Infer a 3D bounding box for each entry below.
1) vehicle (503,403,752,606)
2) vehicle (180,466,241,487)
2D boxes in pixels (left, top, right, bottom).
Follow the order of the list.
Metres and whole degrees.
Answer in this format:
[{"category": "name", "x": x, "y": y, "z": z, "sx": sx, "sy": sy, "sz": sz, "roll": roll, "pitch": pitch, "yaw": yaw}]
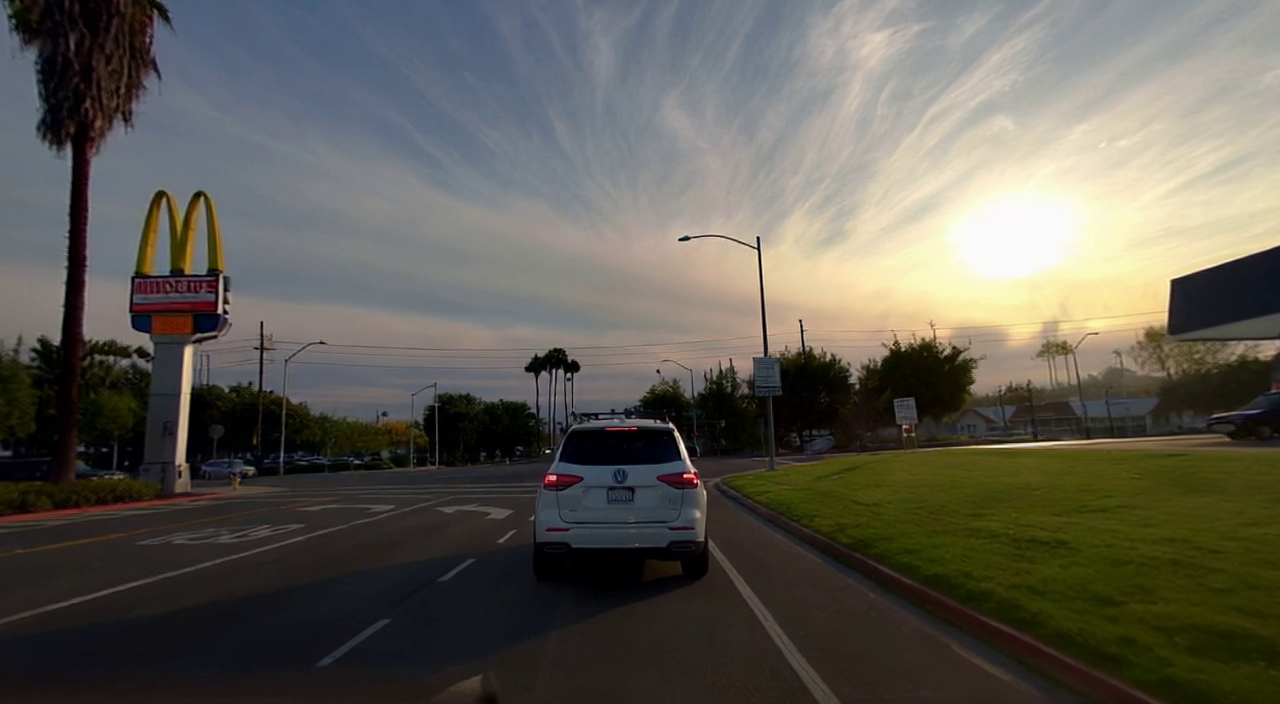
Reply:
[{"category": "vehicle", "x": -0.149, "y": 1.610, "z": 7.484, "sx": 2.137, "sy": 1.728, "sz": 3.926, "roll": 0, "pitch": -9, "yaw": -1}, {"category": "vehicle", "x": -33.267, "y": 9.655, "z": 49.023, "sx": 1.792, "sy": 1.439, "sz": 3.952, "roll": -1, "pitch": -9, "yaw": 3}]
